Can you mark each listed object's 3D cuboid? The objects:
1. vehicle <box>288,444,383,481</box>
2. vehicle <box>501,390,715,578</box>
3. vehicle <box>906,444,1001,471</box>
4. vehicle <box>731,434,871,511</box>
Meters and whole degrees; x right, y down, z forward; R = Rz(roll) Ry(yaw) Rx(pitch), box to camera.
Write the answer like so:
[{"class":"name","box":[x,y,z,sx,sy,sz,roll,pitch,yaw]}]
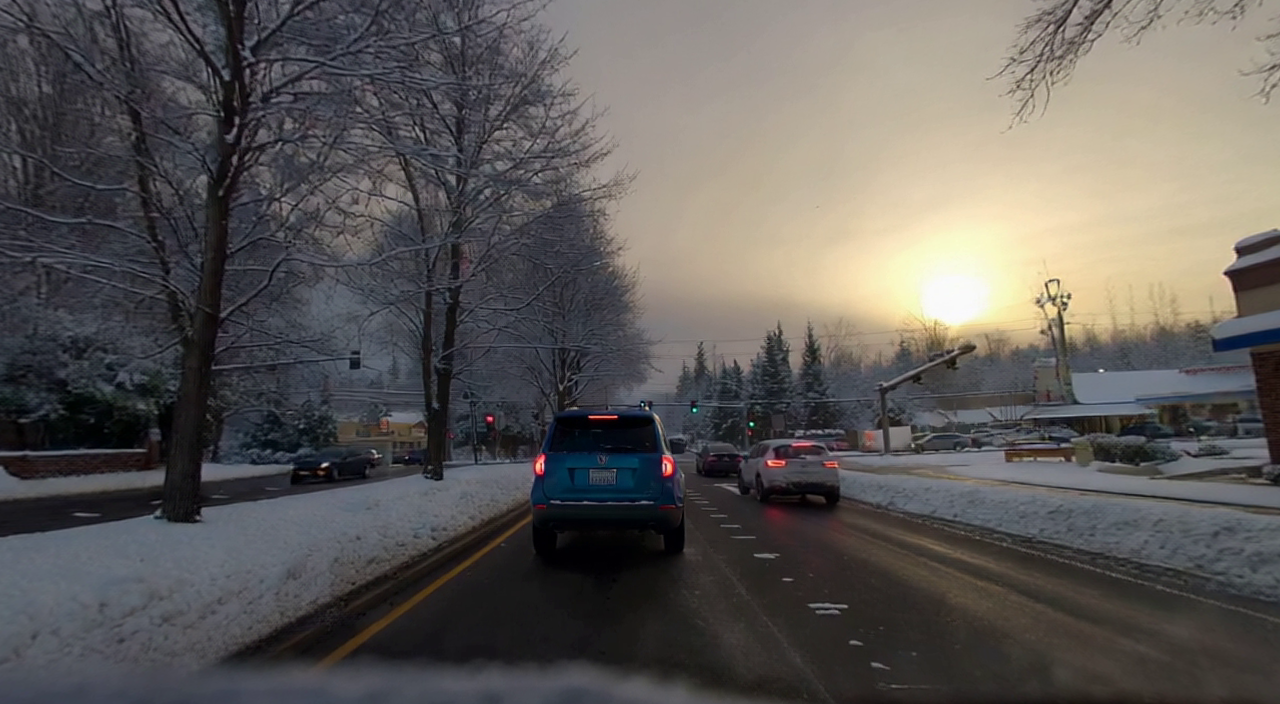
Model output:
[{"class":"vehicle","box":[-13.131,4.773,27.624,1.983,1.460,4.456,0,-9,-1]},{"class":"vehicle","box":[-0.298,1.648,8.624,2.096,1.837,4.687,0,-9,0]},{"class":"vehicle","box":[17.195,5.776,34.780,4.290,1.427,1.751,0,-9,2]},{"class":"vehicle","box":[3.642,2.820,15.362,2.098,1.555,4.778,0,-9,-1]}]
